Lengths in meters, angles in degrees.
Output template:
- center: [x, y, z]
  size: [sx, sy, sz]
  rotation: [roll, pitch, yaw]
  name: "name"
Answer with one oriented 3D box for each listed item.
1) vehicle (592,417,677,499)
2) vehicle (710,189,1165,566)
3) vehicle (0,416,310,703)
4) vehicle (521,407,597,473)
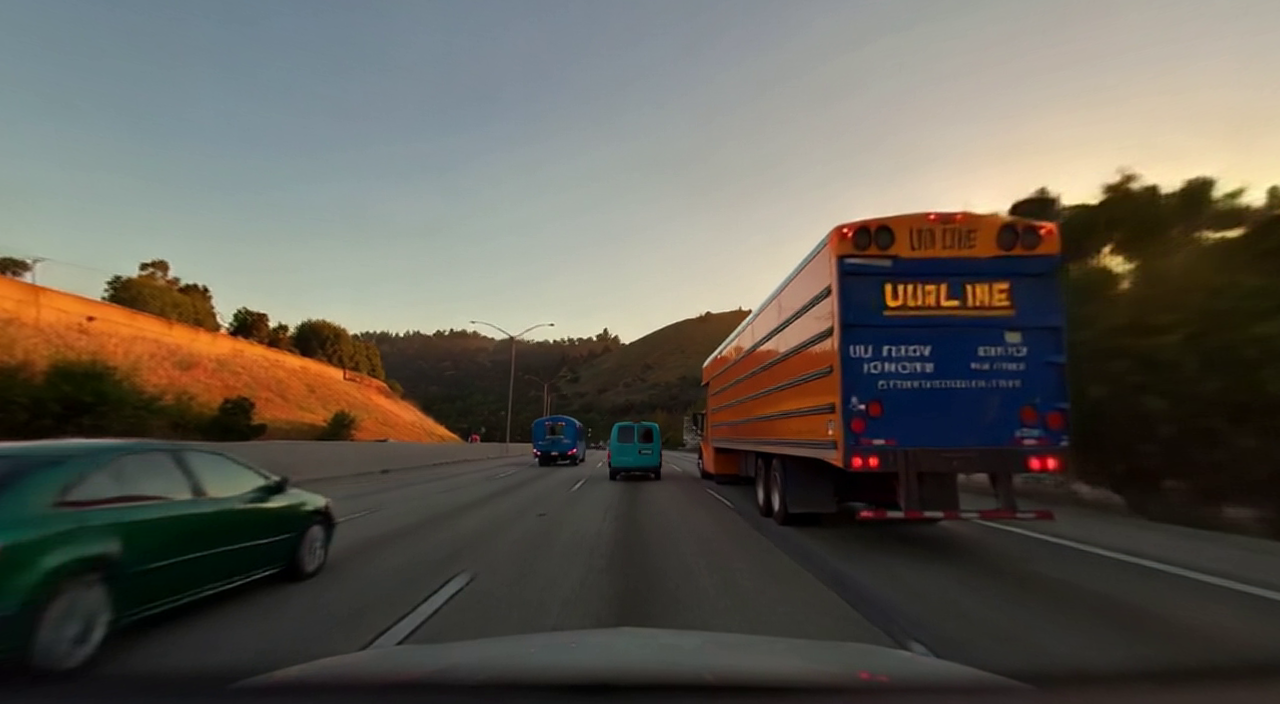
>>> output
- center: [-0.206, 2.857, 17.331]
  size: [2.037, 1.929, 4.343]
  rotation: [0, -8, -2]
  name: "vehicle"
- center: [3.857, 1.154, 13.416]
  size: [3.006, 4.101, 13.245]
  rotation: [0, -8, -1]
  name: "vehicle"
- center: [-4.046, 1.129, 3.600]
  size: [2.039, 1.453, 4.197]
  rotation: [0, -8, 0]
  name: "vehicle"
- center: [-3.953, 4.603, 32.846]
  size: [2.947, 3.009, 7.991]
  rotation: [0, -8, -1]
  name: "vehicle"
